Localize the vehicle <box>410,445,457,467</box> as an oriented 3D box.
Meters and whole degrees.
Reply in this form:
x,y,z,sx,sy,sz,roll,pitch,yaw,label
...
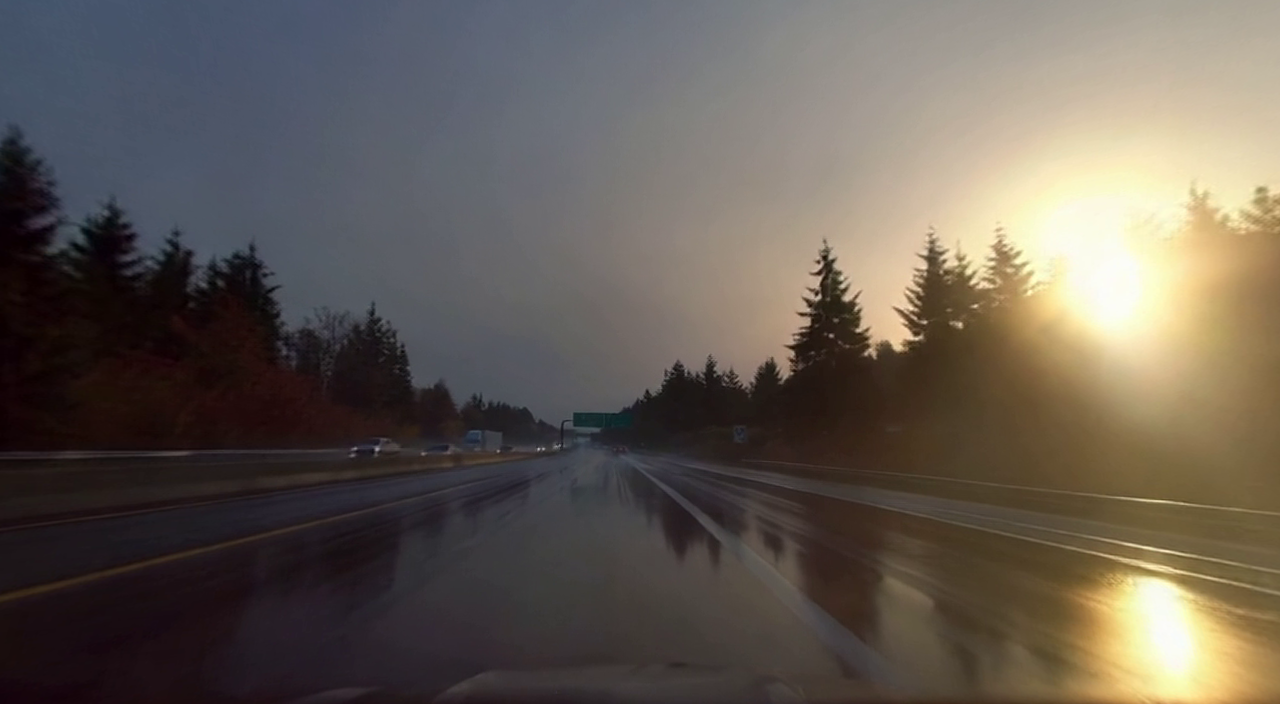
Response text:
x,y,z,sx,sy,sz,roll,pitch,yaw,label
-14.104,7.121,43.022,1.781,1.453,4.314,0,-9,-1,vehicle

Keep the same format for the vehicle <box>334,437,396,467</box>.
x,y,z,sx,sy,sz,roll,pitch,yaw,label
-18.421,6.711,42.272,2.040,1.860,5.052,0,-9,-2,vehicle
